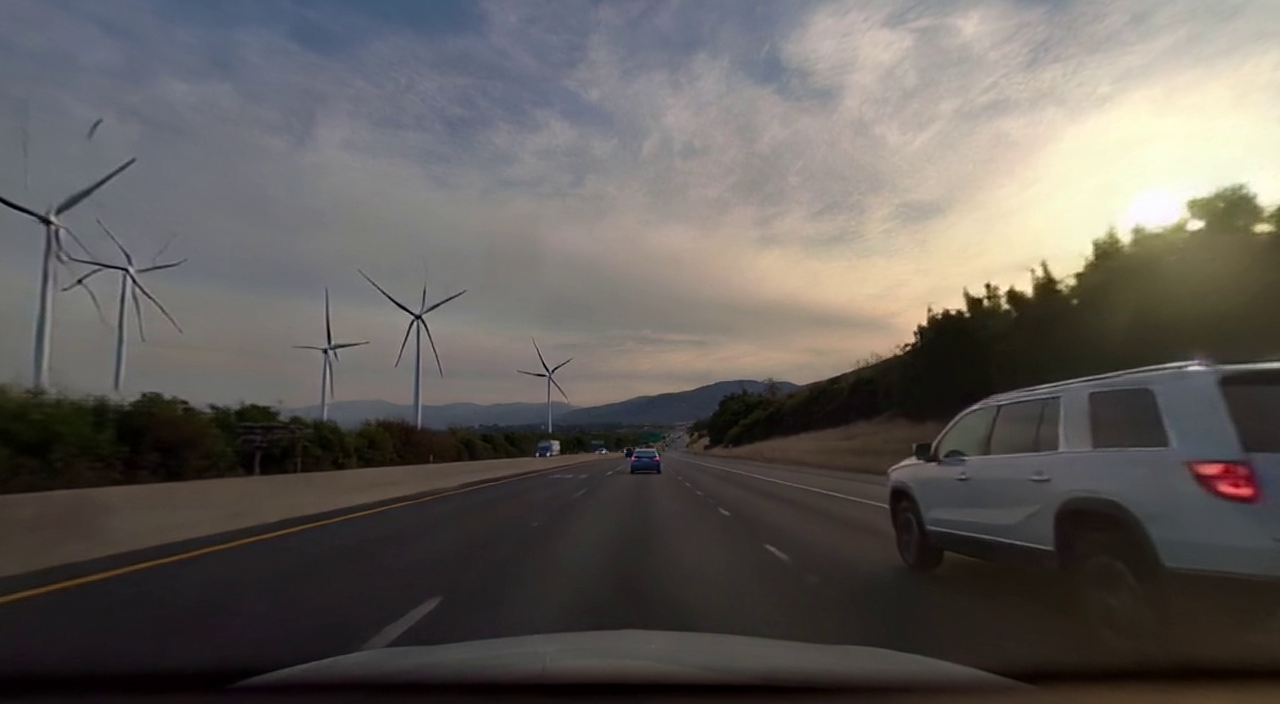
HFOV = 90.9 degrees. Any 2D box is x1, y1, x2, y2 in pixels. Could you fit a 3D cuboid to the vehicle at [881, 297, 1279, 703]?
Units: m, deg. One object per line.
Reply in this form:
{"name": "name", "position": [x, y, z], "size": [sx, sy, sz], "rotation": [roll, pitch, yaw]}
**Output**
{"name": "vehicle", "position": [3.710, 0.975, 4.306], "size": [2.104, 1.861, 4.956], "rotation": [0, -9, 0]}

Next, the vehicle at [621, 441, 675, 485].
{"name": "vehicle", "position": [0.298, 4.567, 26.202], "size": [2.083, 1.653, 3.787], "rotation": [0, -9, -1]}
